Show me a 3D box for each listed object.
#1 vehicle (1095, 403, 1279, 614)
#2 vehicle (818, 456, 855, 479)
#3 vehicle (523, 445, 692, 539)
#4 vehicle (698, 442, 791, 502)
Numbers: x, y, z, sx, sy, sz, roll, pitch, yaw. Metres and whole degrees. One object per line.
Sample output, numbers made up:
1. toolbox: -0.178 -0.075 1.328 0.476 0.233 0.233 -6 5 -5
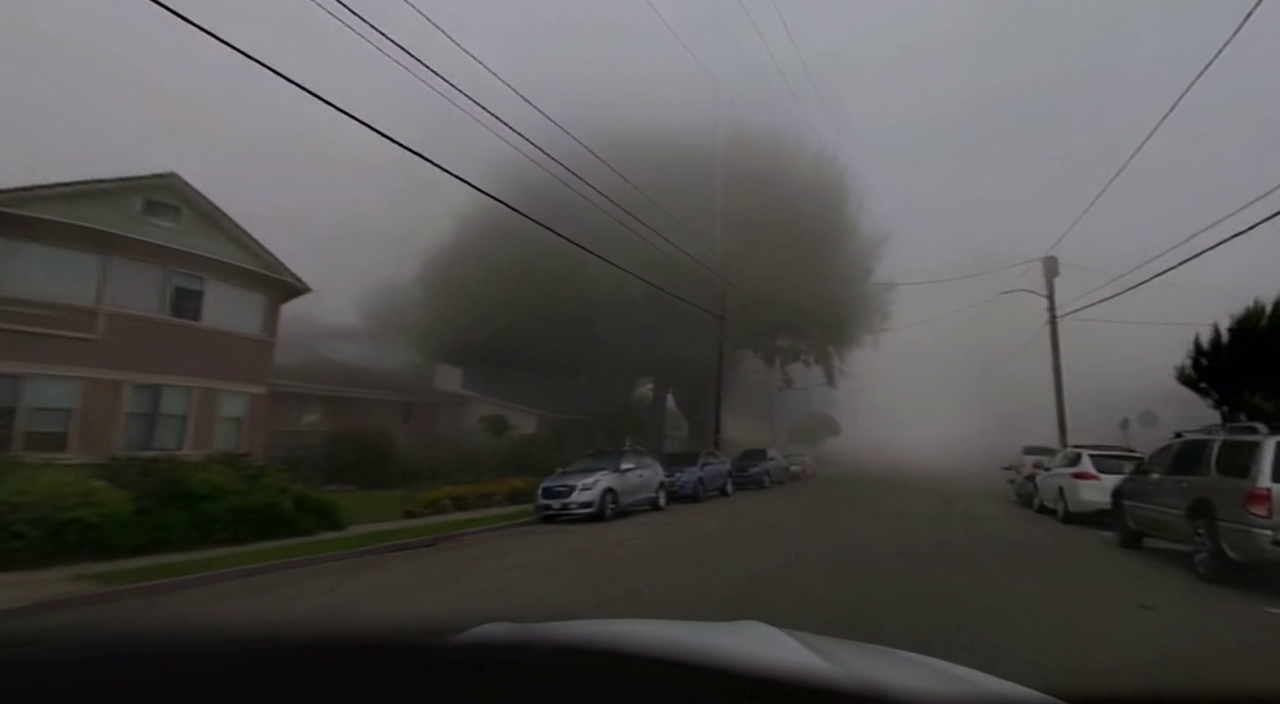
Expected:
1. vehicle: 7.250 1.766 7.374 2.055 1.763 5.134 2 -9 23
2. vehicle: 13.781 8.027 44.122 1.958 1.359 4.357 -4 -9 23
3. vehicle: -0.511 2.947 14.102 1.909 1.675 4.442 -4 -9 24
4. vehicle: 3.912 4.245 23.014 2.034 1.923 4.713 -4 -9 26
